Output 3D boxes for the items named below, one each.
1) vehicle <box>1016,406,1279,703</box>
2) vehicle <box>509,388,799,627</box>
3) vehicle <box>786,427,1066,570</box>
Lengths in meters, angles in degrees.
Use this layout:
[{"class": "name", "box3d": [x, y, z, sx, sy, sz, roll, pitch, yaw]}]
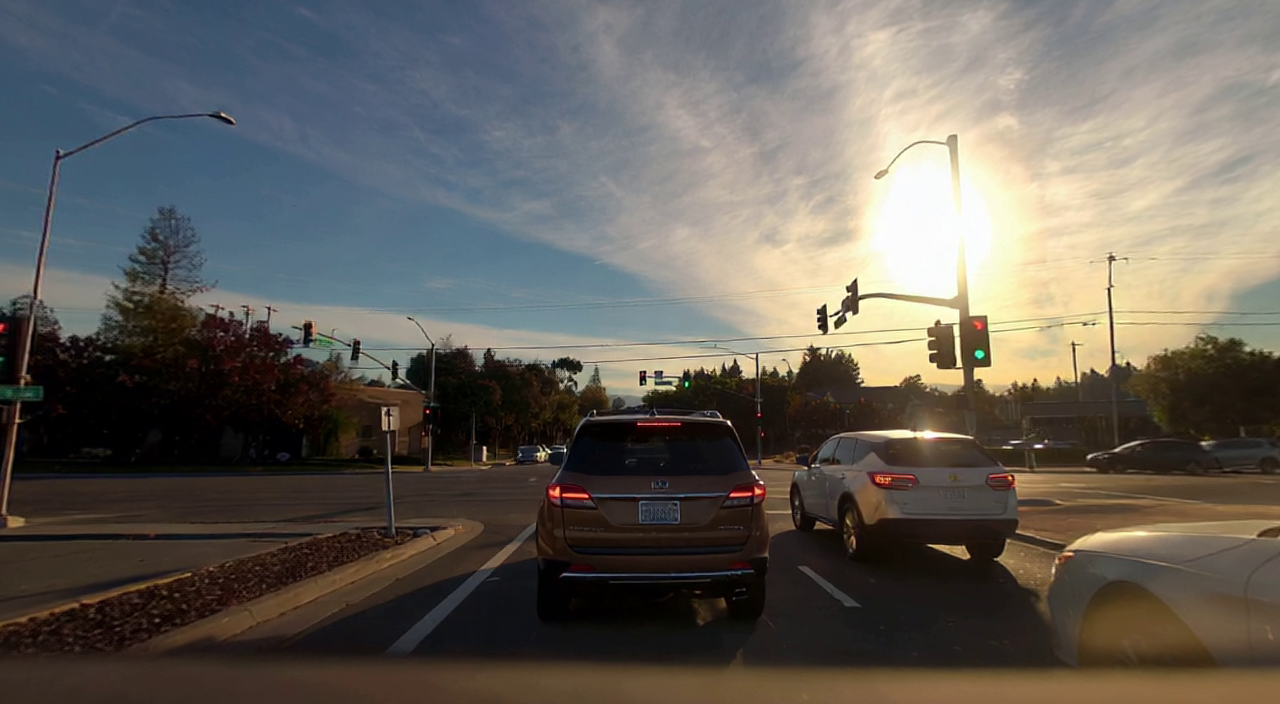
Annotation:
[{"class": "vehicle", "box3d": [3.159, 0.817, 1.427, 1.924, 1.466, 4.461, 0, -8, 1]}, {"class": "vehicle", "box3d": [0.101, 1.497, 7.060, 2.170, 1.793, 4.468, 0, -8, 0]}, {"class": "vehicle", "box3d": [3.521, 1.860, 8.851, 1.861, 1.495, 4.215, 0, -8, -1]}]
